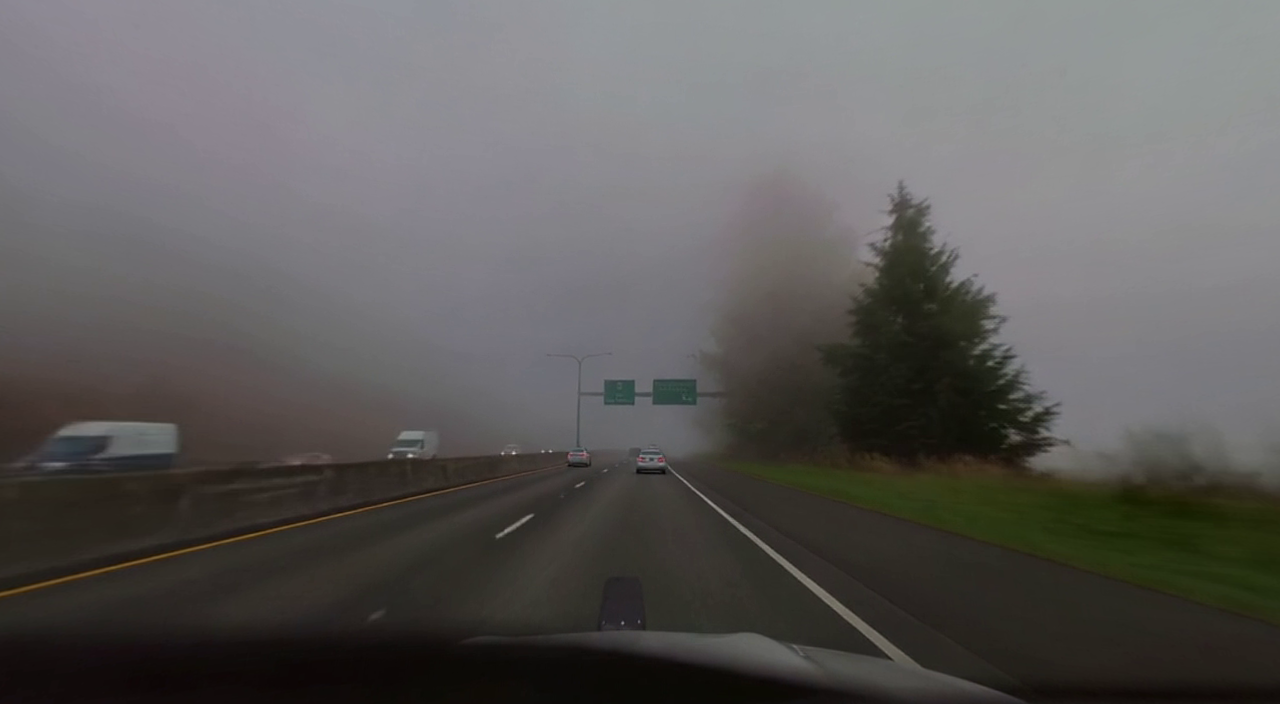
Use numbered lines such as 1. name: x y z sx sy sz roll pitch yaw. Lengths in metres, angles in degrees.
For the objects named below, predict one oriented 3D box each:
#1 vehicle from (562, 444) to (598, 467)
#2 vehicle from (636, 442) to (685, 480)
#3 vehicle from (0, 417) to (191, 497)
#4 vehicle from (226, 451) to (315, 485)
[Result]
1. vehicle: -4.169 7.297 44.405 2.081 1.534 4.543 0 -9 1
2. vehicle: 0.854 4.631 26.900 1.960 1.456 3.818 0 -9 1
3. vehicle: -20.763 3.972 24.081 2.353 2.613 6.328 0 -9 1
4. vehicle: -16.660 5.217 28.633 1.782 1.442 3.680 0 -9 0
